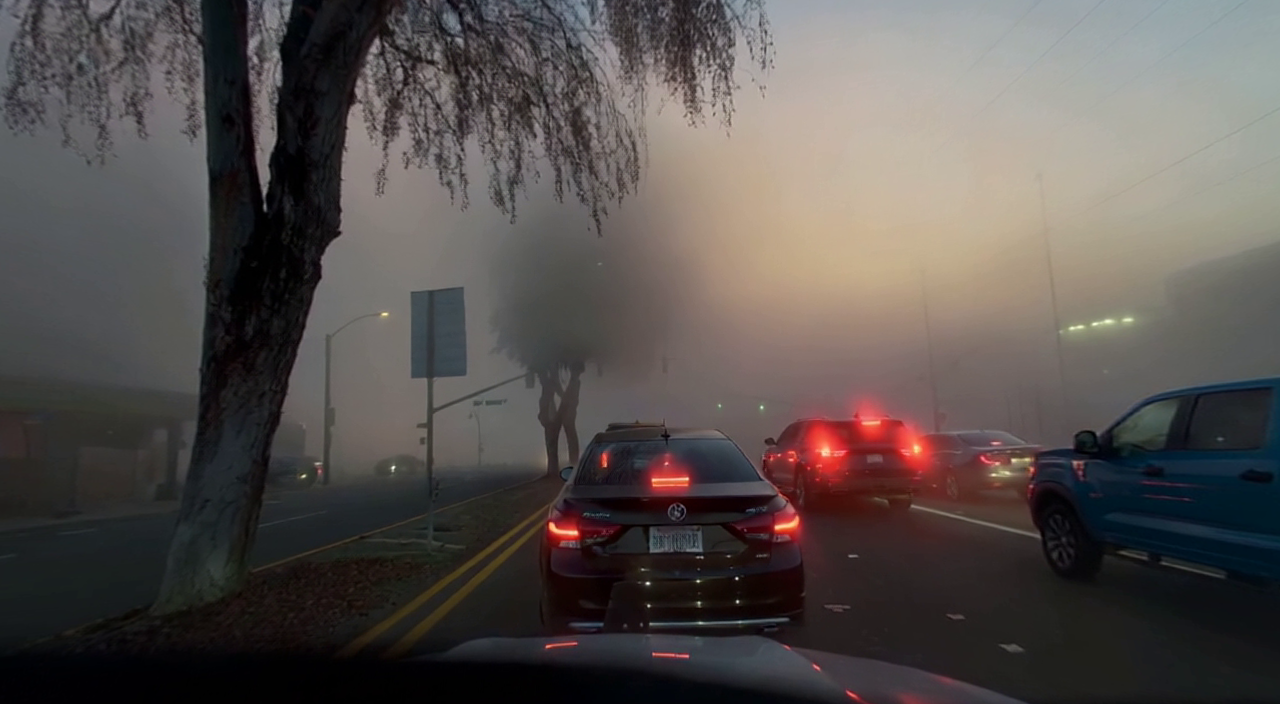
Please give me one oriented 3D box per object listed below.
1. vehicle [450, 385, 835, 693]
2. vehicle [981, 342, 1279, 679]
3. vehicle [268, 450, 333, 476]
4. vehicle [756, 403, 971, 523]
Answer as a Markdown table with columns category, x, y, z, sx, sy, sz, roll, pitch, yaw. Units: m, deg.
| category | x | y | z | sx | sy | sz | roll | pitch | yaw |
| --- | --- | --- | --- | --- | --- | --- | --- | --- | --- |
| vehicle | -0.013 | 1.318 | 5.539 | 2.116 | 1.677 | 3.948 | 0 | -8 | -1 |
| vehicle | 4.480 | 0.944 | 4.040 | 2.019 | 1.803 | 4.634 | -1 | -8 | 1 |
| vehicle | -24.042 | 7.840 | 44.871 | 1.798 | 1.706 | 4.385 | -1 | -8 | 6 |
| vehicle | 4.179 | 2.222 | 13.194 | 2.319 | 1.930 | 5.651 | 0 | -8 | -1 |
